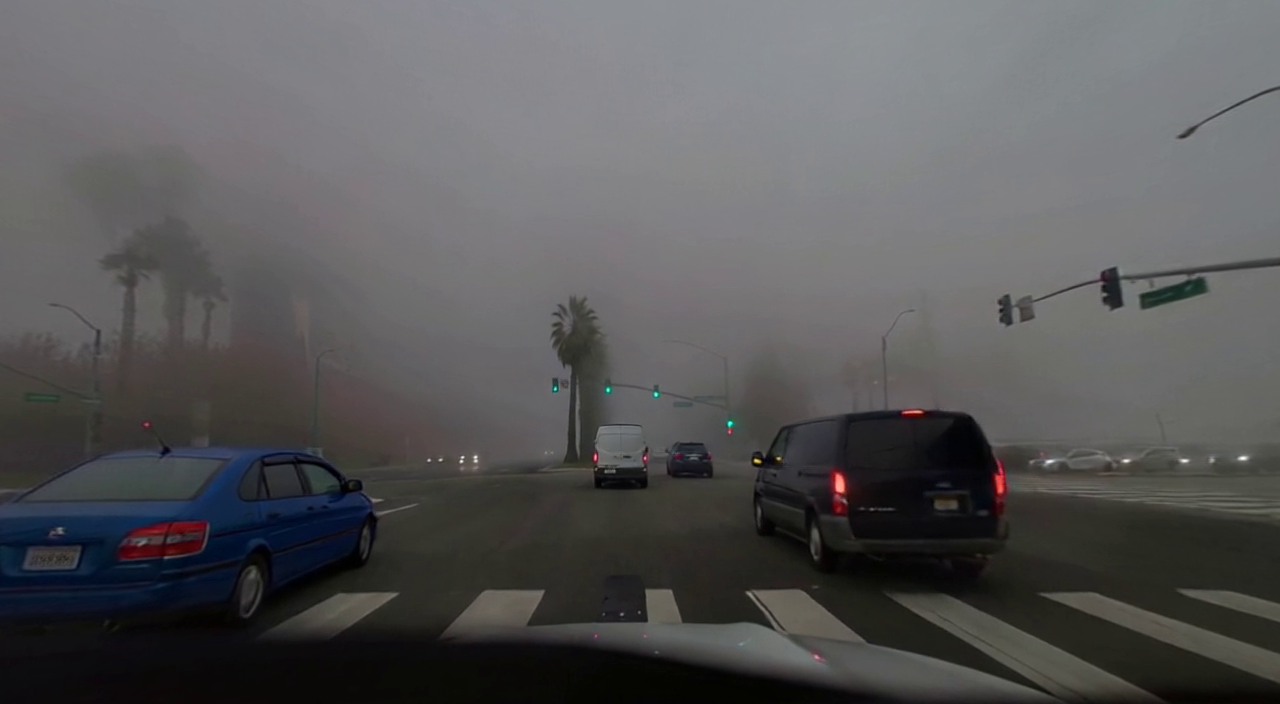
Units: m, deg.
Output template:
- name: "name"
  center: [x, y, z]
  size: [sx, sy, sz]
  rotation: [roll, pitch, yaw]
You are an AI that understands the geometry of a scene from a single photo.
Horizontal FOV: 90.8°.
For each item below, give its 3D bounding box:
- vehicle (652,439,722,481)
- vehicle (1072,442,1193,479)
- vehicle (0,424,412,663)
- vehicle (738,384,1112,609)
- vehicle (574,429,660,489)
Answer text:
- name: "vehicle"
  center: [2.010, 4.855, 28.687]
  size: [2.462, 1.736, 4.899]
  rotation: [0, -9, -4]
- name: "vehicle"
  center: [21.658, 4.746, 27.846]
  size: [3.798, 1.550, 2.006]
  rotation: [1, -9, -9]
- name: "vehicle"
  center: [-3.946, 1.508, 6.199]
  size: [1.997, 1.430, 4.655]
  rotation: [0, -9, -4]
- name: "vehicle"
  center: [2.733, 1.537, 7.616]
  size: [2.200, 1.847, 4.618]
  rotation: [0, -9, -2]
- name: "vehicle"
  center: [-0.876, 3.999, 23.978]
  size: [2.848, 1.991, 5.706]
  rotation: [0, -9, -2]
